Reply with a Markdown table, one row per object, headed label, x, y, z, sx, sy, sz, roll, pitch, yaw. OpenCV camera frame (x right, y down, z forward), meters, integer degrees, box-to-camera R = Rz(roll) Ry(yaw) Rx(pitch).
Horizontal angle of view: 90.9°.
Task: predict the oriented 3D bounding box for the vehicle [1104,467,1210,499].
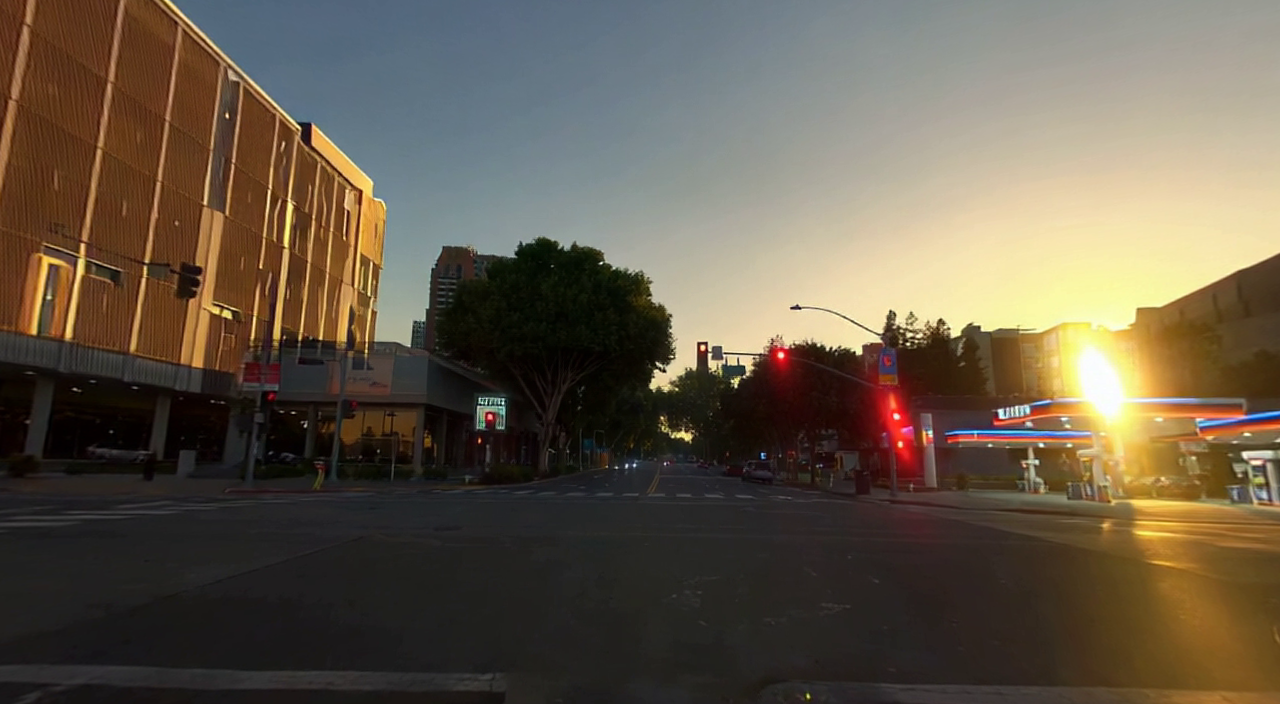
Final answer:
| label | x | y | z | sx | sy | sz | roll | pitch | yaw |
| --- | --- | --- | --- | --- | --- | --- | --- | --- | --- |
| vehicle | 27.991 | 7.068 | 34.325 | 1.897 | 1.466 | 4.211 | 1 | -8 | -6 |
